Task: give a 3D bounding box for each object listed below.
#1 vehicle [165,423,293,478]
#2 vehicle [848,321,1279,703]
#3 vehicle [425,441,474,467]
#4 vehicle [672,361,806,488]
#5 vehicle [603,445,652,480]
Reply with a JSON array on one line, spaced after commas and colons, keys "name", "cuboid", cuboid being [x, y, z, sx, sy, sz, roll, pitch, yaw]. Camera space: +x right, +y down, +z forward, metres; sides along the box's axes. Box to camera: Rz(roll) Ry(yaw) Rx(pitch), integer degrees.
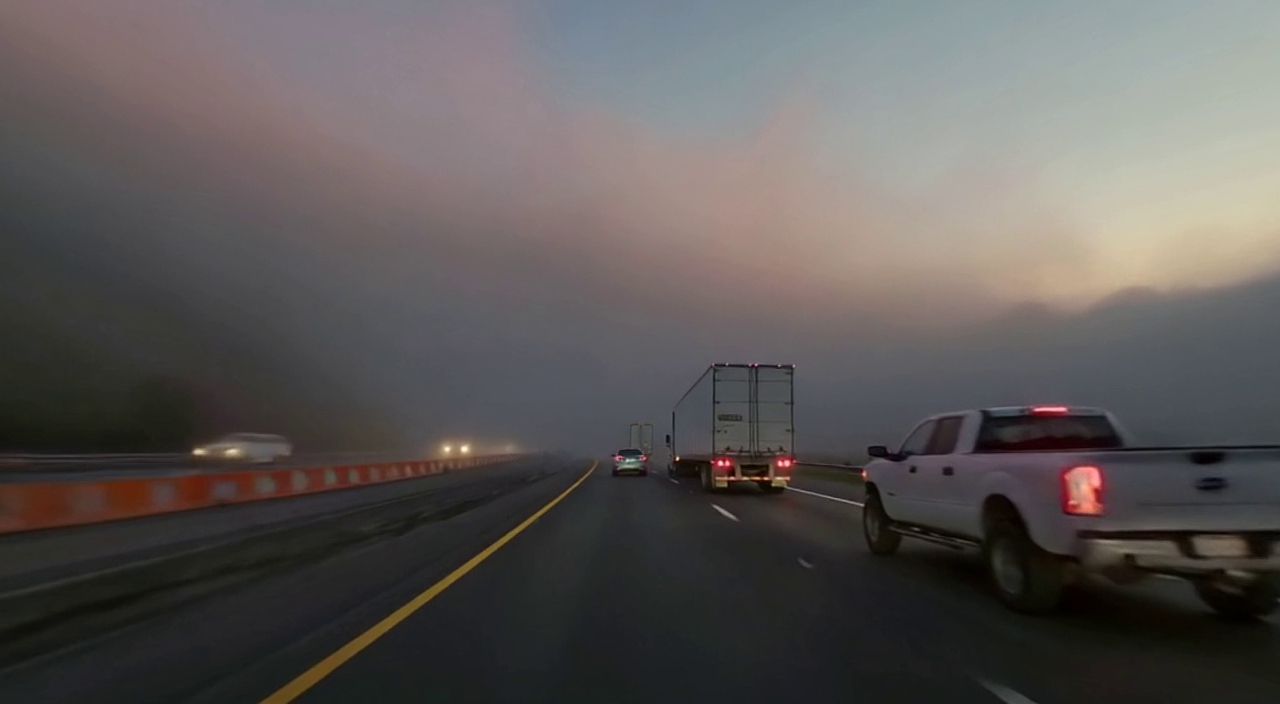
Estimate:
[{"name": "vehicle", "cuboid": [-15.497, 3.758, 24.163, 1.961, 1.903, 4.375, 0, -9, -1]}, {"name": "vehicle", "cuboid": [3.900, 1.212, 5.859, 2.034, 1.968, 5.221, 0, -9, -1]}, {"name": "vehicle", "cuboid": [-11.706, 6.318, 39.051, 1.803, 1.471, 4.299, 0, -9, -1]}, {"name": "vehicle", "cuboid": [3.540, 3.447, 27.615, 2.911, 4.099, 14.578, 0, -9, -2]}, {"name": "vehicle", "cuboid": [-0.607, 4.855, 27.893, 2.029, 1.437, 3.794, 0, -9, -3]}]
